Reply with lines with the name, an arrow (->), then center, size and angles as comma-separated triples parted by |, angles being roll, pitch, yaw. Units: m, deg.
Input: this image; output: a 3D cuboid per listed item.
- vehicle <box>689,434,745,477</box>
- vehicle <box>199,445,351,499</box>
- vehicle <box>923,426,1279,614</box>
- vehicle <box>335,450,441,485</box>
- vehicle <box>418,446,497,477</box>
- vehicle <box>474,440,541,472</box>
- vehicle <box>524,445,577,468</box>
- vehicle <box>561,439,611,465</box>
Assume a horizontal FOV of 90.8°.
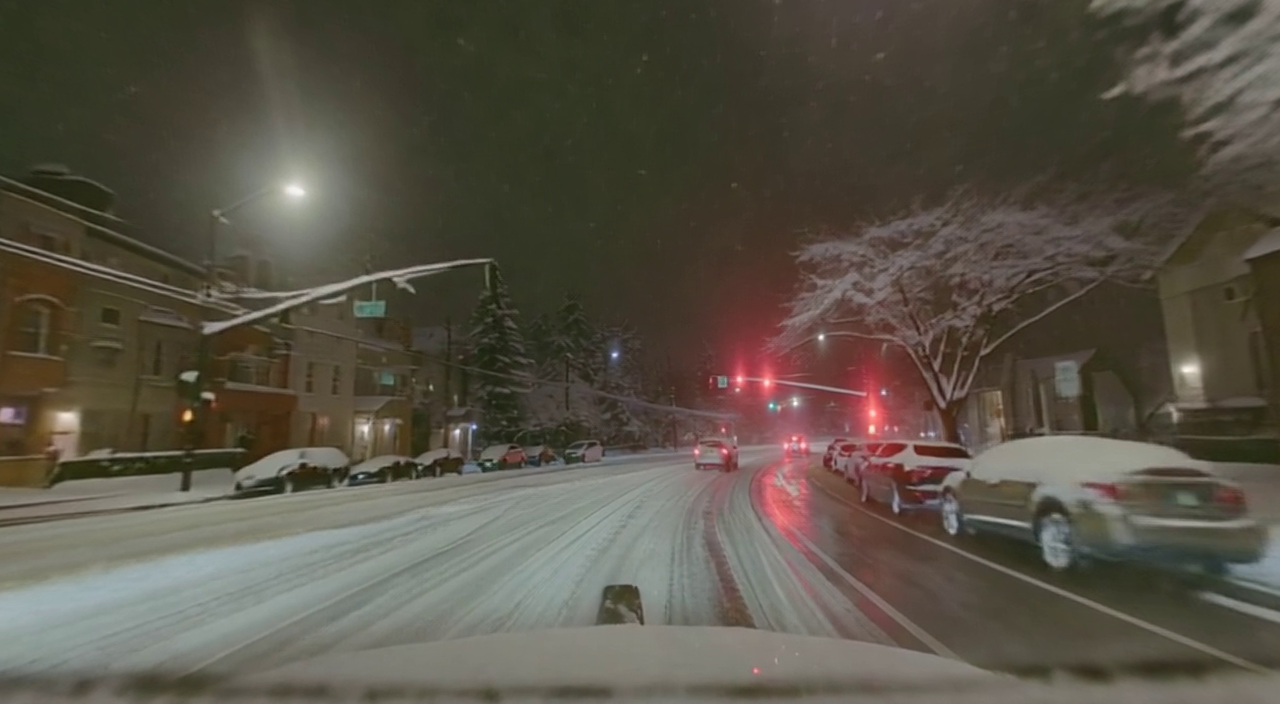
vehicle -> 3.449, 4.495, 27.642 | 1.852, 1.680, 4.488 | -2, -9, 14
vehicle -> -11.632, 3.809, 20.586 | 1.918, 1.508, 4.353 | -1, -8, 8
vehicle -> 5.115, 1.699, 7.458 | 1.741, 1.494, 4.587 | 0, -8, 5
vehicle -> -10.621, 4.869, 27.071 | 1.893, 1.310, 4.719 | -1, -8, 11
vehicle -> -9.364, 5.637, 32.858 | 1.880, 1.450, 4.627 | -2, -9, 13
vehicle -> -7.826, 6.184, 37.922 | 1.977, 1.761, 4.990 | -2, -9, 12
vehicle -> -6.102, 7.133, 43.471 | 1.809, 1.469, 4.485 | -2, -9, 17
vehicle -> -4.081, 7.730, 49.009 | 2.115, 1.853, 4.745 | -3, -9, 19
